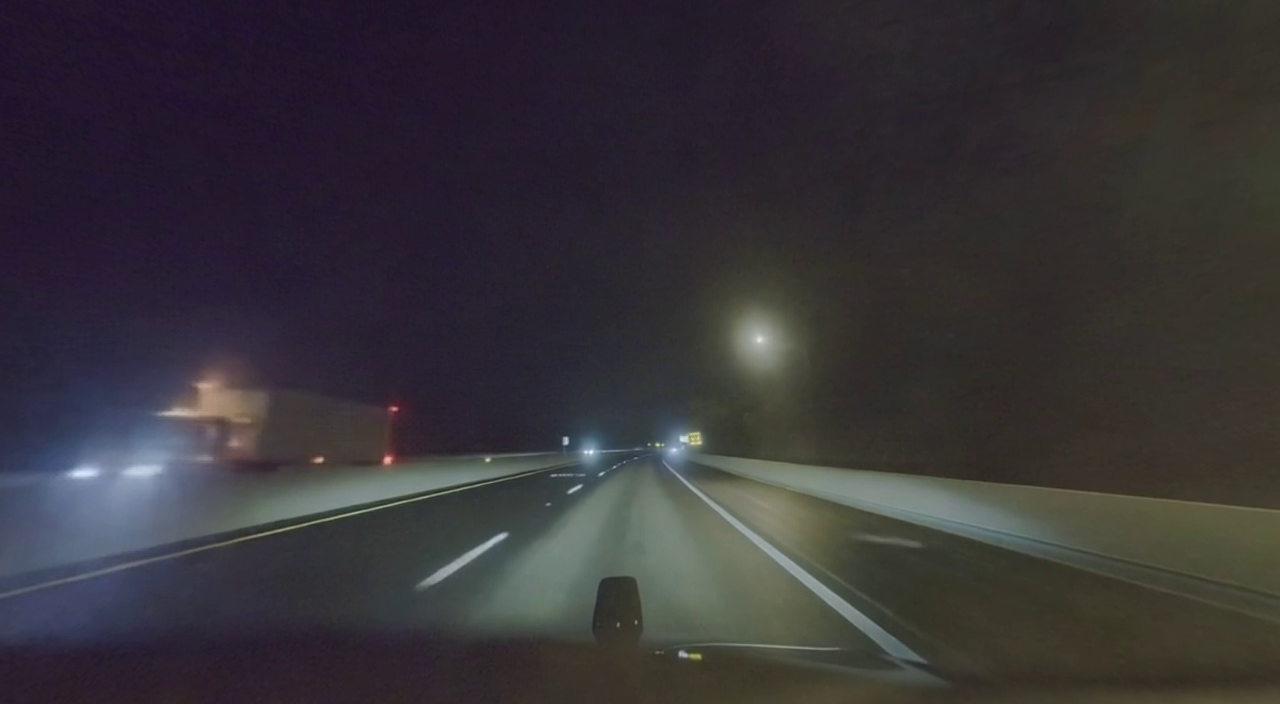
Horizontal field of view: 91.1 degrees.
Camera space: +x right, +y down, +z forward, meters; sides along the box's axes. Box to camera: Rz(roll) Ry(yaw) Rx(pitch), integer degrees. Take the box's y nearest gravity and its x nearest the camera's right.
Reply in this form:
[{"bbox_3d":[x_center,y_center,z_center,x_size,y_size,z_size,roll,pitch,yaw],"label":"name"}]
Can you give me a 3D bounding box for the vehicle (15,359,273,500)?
[{"bbox_3d":[-16.893,2.826,22.346,3.287,4.193,6.858,0,-9,0],"label":"vehicle"}]
